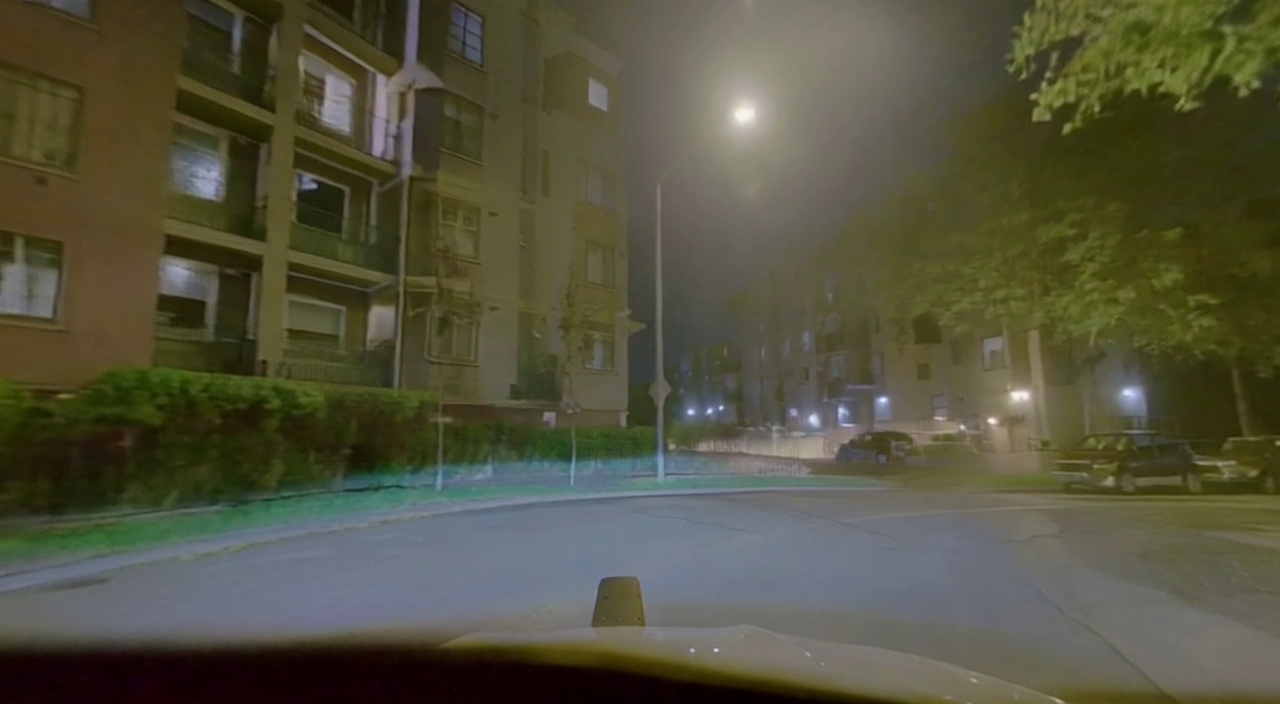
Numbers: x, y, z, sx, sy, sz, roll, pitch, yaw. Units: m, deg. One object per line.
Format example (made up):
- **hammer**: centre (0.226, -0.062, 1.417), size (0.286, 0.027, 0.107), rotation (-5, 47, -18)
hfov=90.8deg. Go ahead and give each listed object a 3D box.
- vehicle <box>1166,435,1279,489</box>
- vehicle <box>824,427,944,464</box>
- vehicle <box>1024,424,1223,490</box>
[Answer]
- **vehicle**: centre (19.067, 3.320, 19.362), size (4.696, 1.478, 1.902), rotation (1, -9, -13)
- **vehicle**: centre (10.200, 3.904, 26.422), size (4.714, 1.458, 1.812), rotation (4, -9, -24)
- **vehicle**: centre (14.009, 3.025, 18.423), size (4.584, 1.744, 1.946), rotation (2, -9, -12)
